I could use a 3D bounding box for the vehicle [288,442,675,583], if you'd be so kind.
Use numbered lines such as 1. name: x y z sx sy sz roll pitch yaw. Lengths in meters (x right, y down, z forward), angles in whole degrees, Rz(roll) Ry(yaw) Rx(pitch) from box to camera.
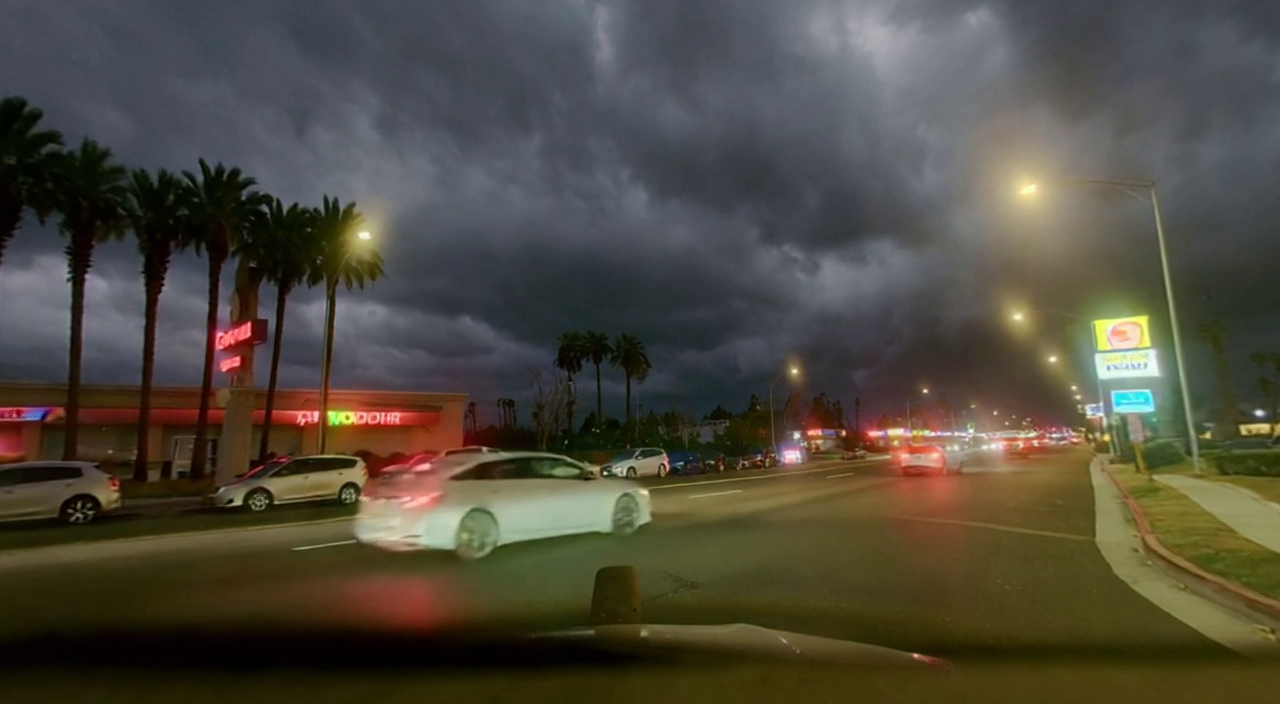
1. vehicle: -2.020 2.056 9.083 4.918 1.461 2.139 7 -11 -40

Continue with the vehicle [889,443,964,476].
1. vehicle: 14.586 5.371 31.891 2.232 1.513 5.090 -6 -11 37

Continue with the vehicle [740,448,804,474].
1. vehicle: 8.038 6.537 38.052 1.981 1.493 4.721 -6 -11 36

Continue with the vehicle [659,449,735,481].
1. vehicle: 2.863 5.492 30.847 1.776 1.448 4.137 -6 -11 37

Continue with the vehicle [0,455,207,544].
1. vehicle: -11.439 2.740 12.019 1.854 1.482 4.756 -6 -11 37
